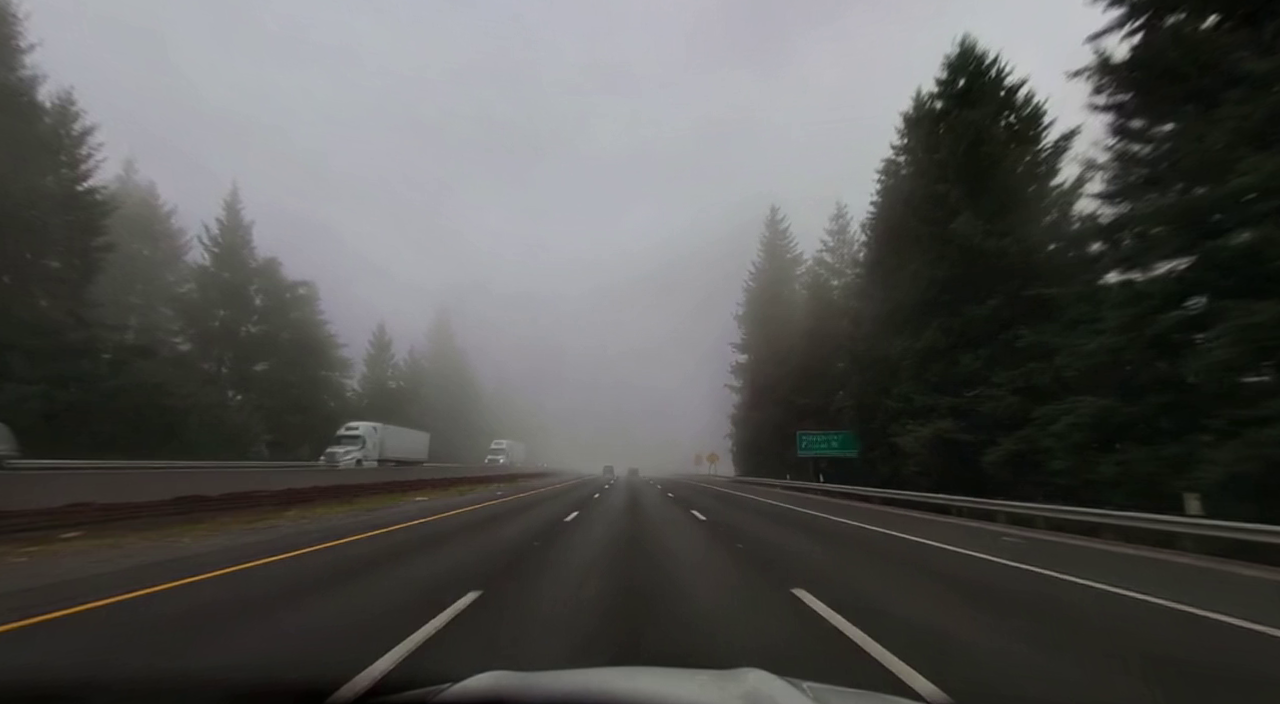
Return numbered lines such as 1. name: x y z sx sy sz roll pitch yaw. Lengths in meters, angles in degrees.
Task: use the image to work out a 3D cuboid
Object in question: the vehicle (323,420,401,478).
1. vehicle: -20.114 7.161 45.974 2.969 3.859 5.793 1 -10 -1
